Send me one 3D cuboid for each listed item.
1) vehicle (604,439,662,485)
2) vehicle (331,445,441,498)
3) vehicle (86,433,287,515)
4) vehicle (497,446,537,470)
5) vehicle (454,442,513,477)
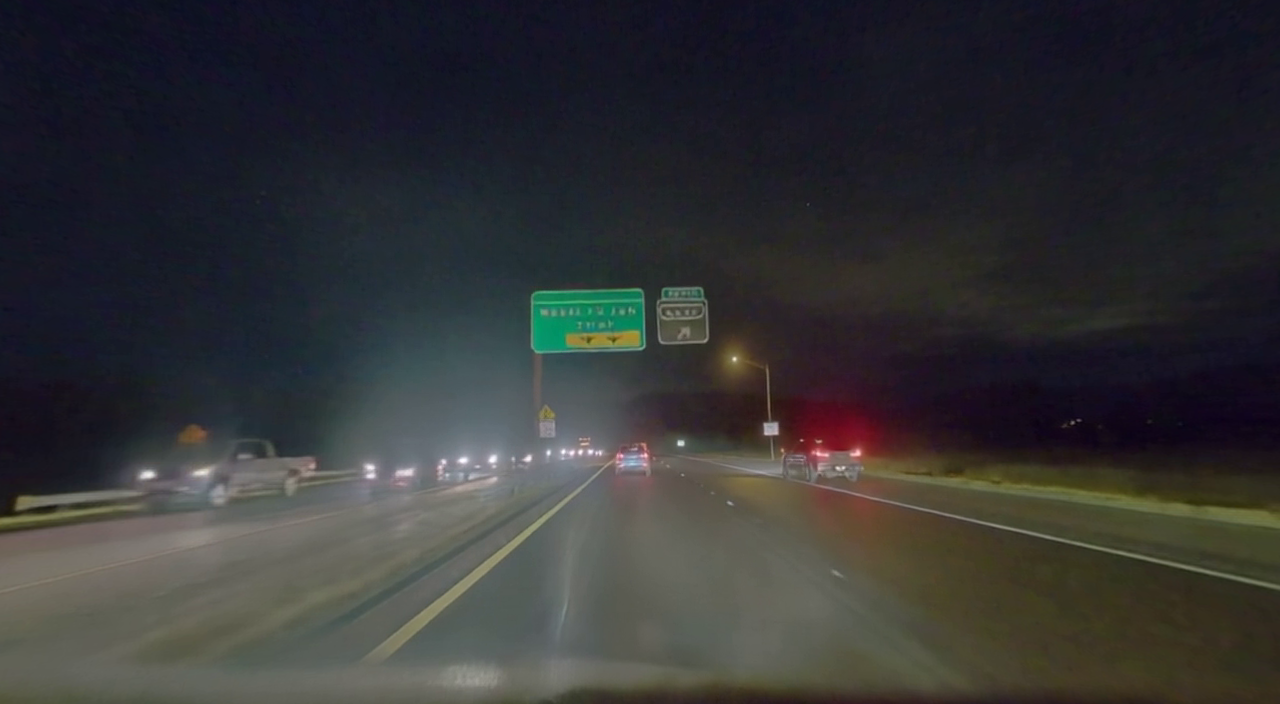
[{"bbox_3d":[-0.263,4.074,23.467,1.971,1.518,4.108,0,-9,-1],"label":"vehicle"},{"bbox_3d":[-8.318,3.930,21.010,1.911,1.535,4.238,0,-9,0],"label":"vehicle"},{"bbox_3d":[-12.524,3.384,17.871,2.119,1.974,4.823,0,-9,-1],"label":"vehicle"},{"bbox_3d":[-8.786,7.598,45.090,1.977,1.549,4.521,0,-9,-1],"label":"vehicle"},{"bbox_3d":[-8.188,5.667,33.170,1.981,1.681,4.398,0,-9,0],"label":"vehicle"}]
